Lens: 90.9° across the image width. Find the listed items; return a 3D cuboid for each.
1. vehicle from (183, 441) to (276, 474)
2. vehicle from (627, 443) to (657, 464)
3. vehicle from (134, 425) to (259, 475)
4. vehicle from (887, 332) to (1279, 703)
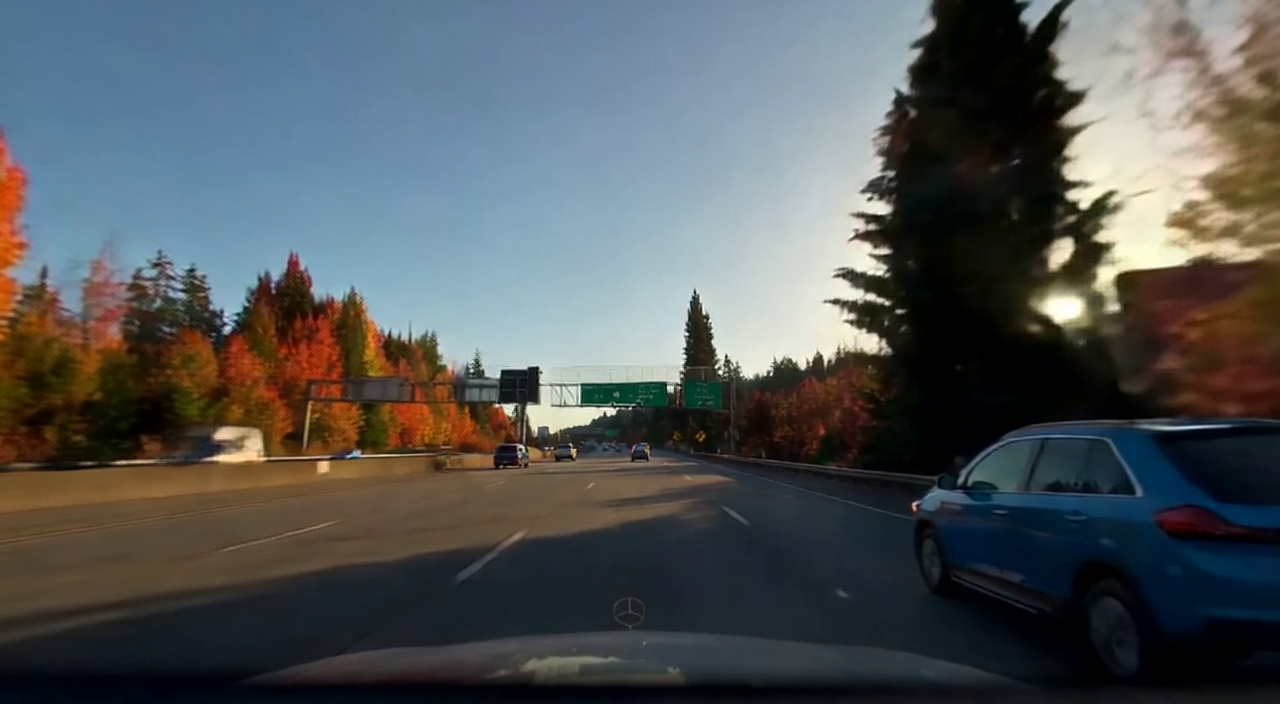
[{"bbox_3d":[-20.625,5.281,31.872,1.859,1.539,4.123,0,-8,1],"label":"vehicle"},{"bbox_3d":[0.154,7.240,45.065,1.985,1.450,4.266,0,-8,0],"label":"vehicle"},{"bbox_3d":[-24.393,5.427,35.110,2.350,2.471,6.221,0,-8,0],"label":"vehicle"},{"bbox_3d":[3.330,0.996,3.621,2.120,1.706,4.226,0,-8,0],"label":"vehicle"}]
